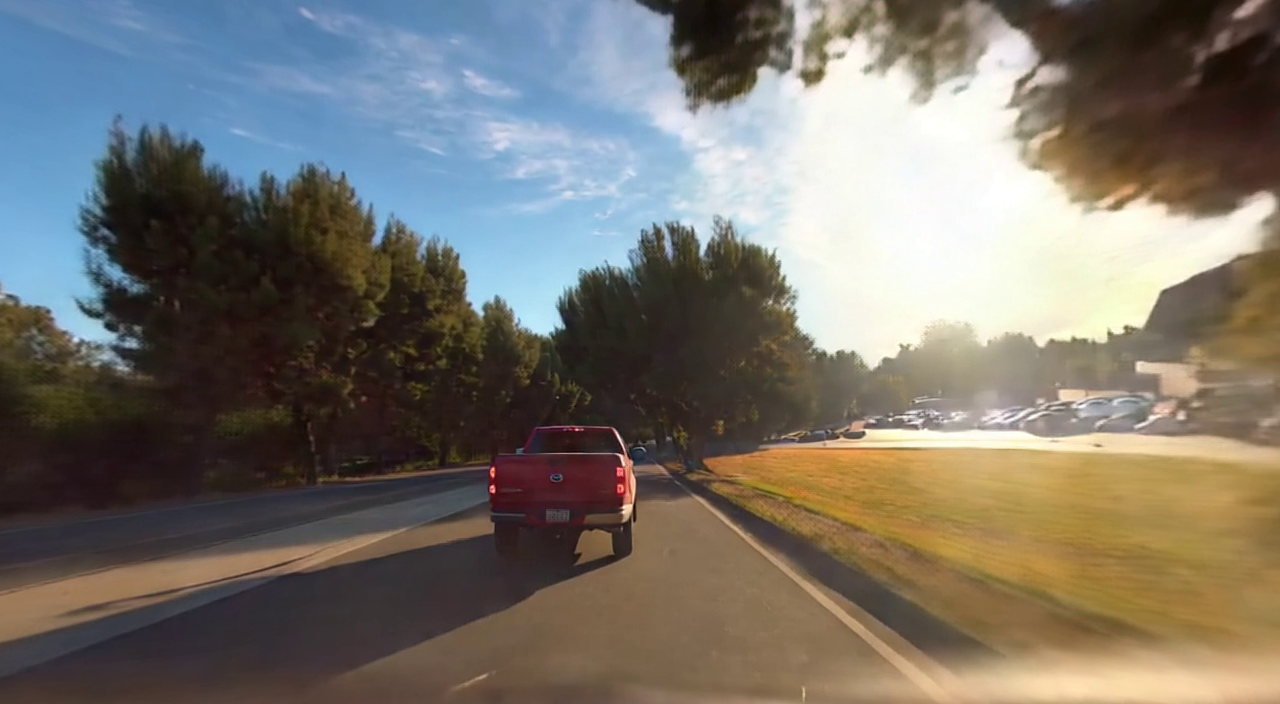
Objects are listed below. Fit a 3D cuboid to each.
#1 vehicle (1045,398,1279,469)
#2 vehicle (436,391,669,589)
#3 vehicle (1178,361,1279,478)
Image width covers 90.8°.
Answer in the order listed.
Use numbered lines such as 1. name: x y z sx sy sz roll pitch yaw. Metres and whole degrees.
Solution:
1. vehicle: 11.833 1.815 14.014 4.298 1.392 1.944 -1 -8 2
2. vehicle: -0.749 1.651 8.441 2.157 1.816 5.039 0 -8 1
3. vehicle: 12.755 1.224 11.200 4.368 1.901 2.112 0 -8 2
